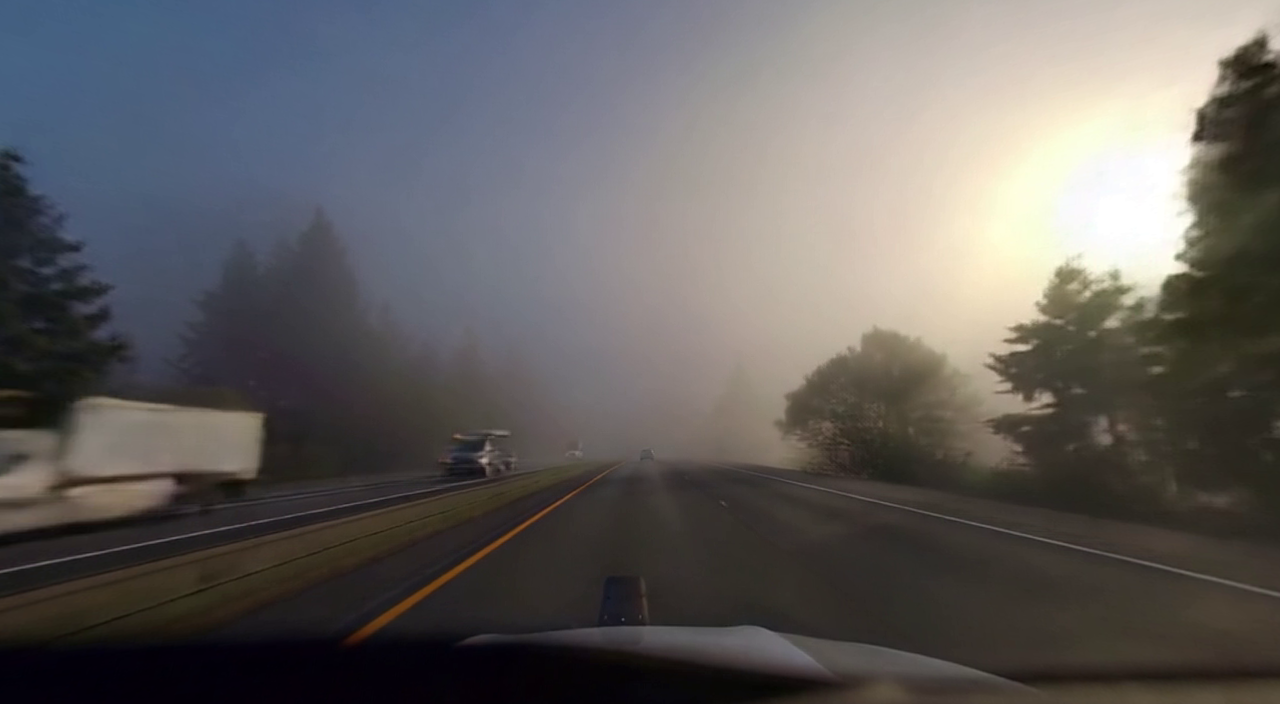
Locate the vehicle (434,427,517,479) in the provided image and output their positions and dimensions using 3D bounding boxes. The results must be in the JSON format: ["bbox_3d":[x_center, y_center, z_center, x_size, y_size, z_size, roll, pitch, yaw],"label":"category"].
[{"bbox_3d":[-9.148,5.750,35.883,2.861,2.656,6.435,0,-9,1],"label":"vehicle"}]

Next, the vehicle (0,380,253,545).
[{"bbox_3d":[-12.660,2.540,15.014,2.459,3.018,6.687,0,-9,1],"label":"vehicle"}]
